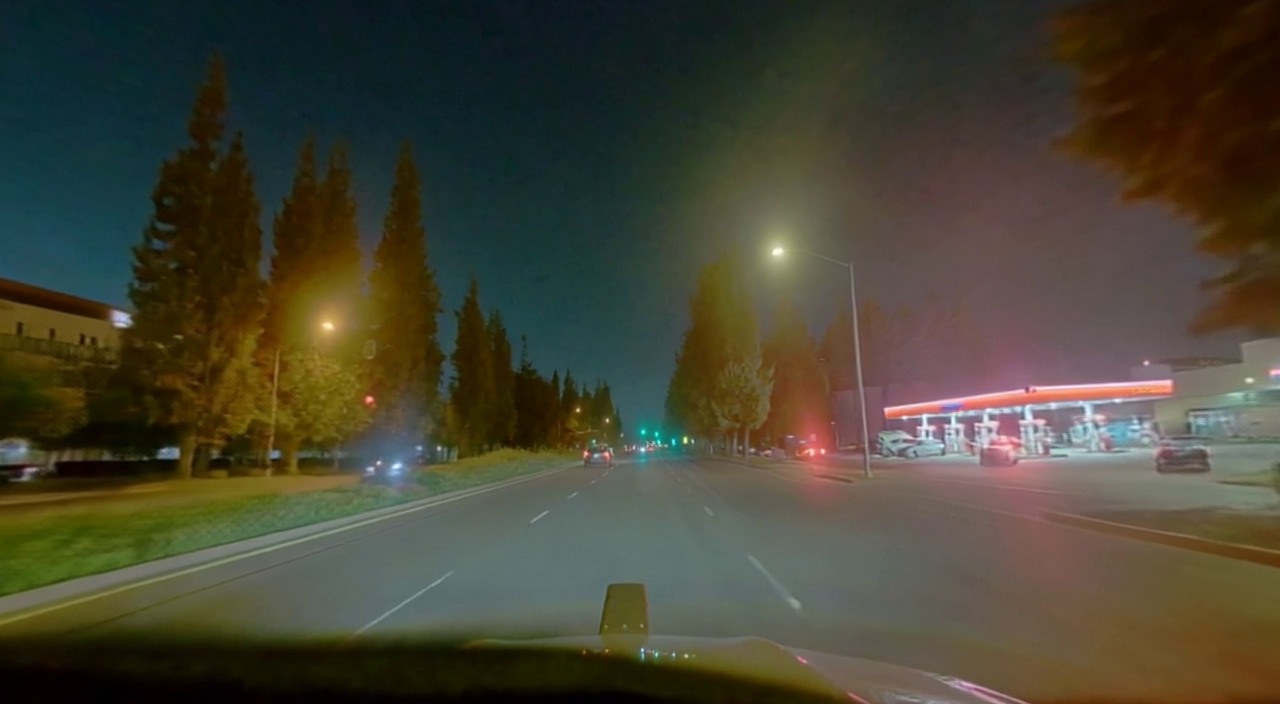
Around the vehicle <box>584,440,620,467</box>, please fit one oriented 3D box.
[{"bbox_3d":[-2.687,7.374,45.846,2.196,1.801,4.542,0,-9,1],"label":"vehicle"}]

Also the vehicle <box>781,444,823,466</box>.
[{"bbox_3d":[11.885,7.571,46.568,1.967,1.500,4.353,-1,-9,1],"label":"vehicle"}]

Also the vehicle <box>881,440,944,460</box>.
[{"bbox_3d":[21.539,7.733,49.735,4.674,1.471,1.954,4,-10,-28],"label":"vehicle"}]

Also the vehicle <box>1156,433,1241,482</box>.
[{"bbox_3d":[20.837,3.902,23.456,4.394,1.624,1.803,8,-13,-43],"label":"vehicle"}]

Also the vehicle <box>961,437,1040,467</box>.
[{"bbox_3d":[21.459,5.913,37.478,4.484,1.697,1.959,5,-10,-30],"label":"vehicle"}]

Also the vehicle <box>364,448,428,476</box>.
[{"bbox_3d":[-14.712,6.653,38.298,1.894,1.574,4.655,0,-9,2],"label":"vehicle"}]
